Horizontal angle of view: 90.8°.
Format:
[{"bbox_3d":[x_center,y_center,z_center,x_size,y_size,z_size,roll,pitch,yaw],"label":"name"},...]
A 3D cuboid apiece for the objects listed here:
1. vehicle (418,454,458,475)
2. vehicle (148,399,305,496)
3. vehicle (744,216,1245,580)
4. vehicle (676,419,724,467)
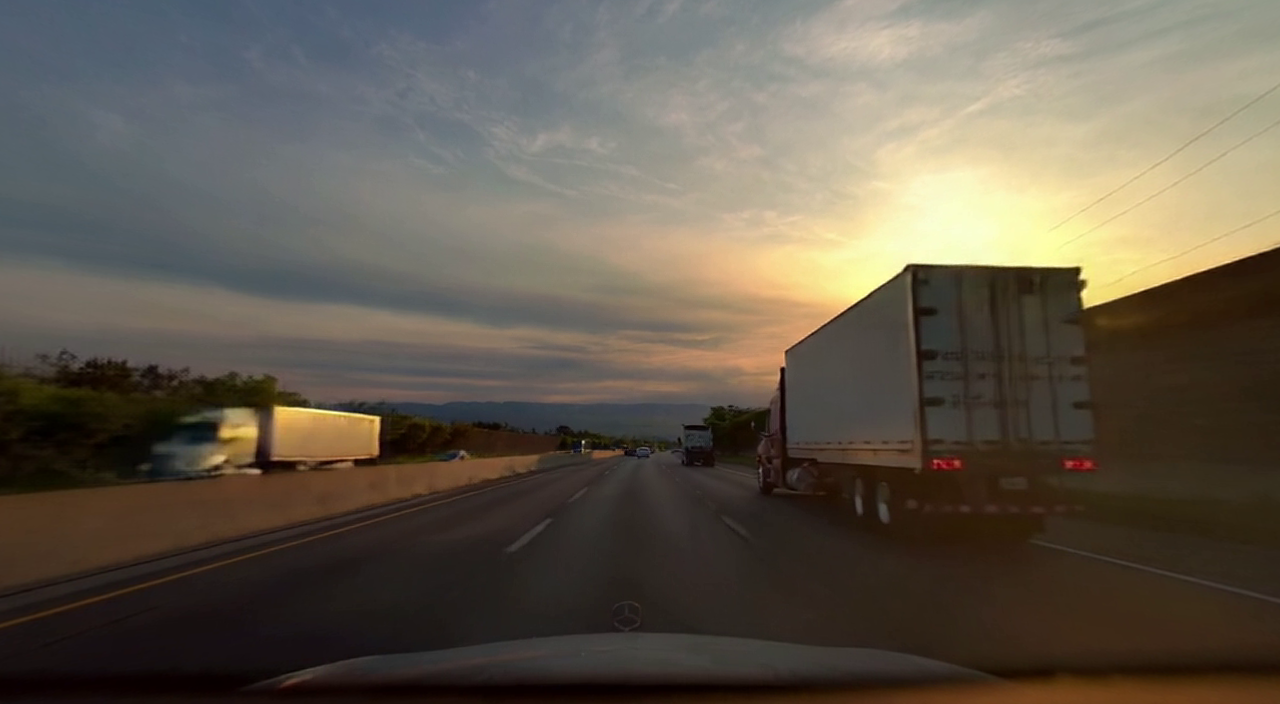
[{"bbox_3d":[-14.631,8.129,45.792,1.641,1.413,3.718,0,-9,0],"label":"vehicle"},{"bbox_3d":[-18.849,4.432,29.351,3.052,4.014,5.939,0,-9,0],"label":"vehicle"},{"bbox_3d":[4.440,1.205,11.698,3.032,3.785,10.333,0,-9,-1],"label":"vehicle"},{"bbox_3d":[4.445,7.033,48.381,2.771,3.313,8.121,0,-9,-1],"label":"vehicle"}]
